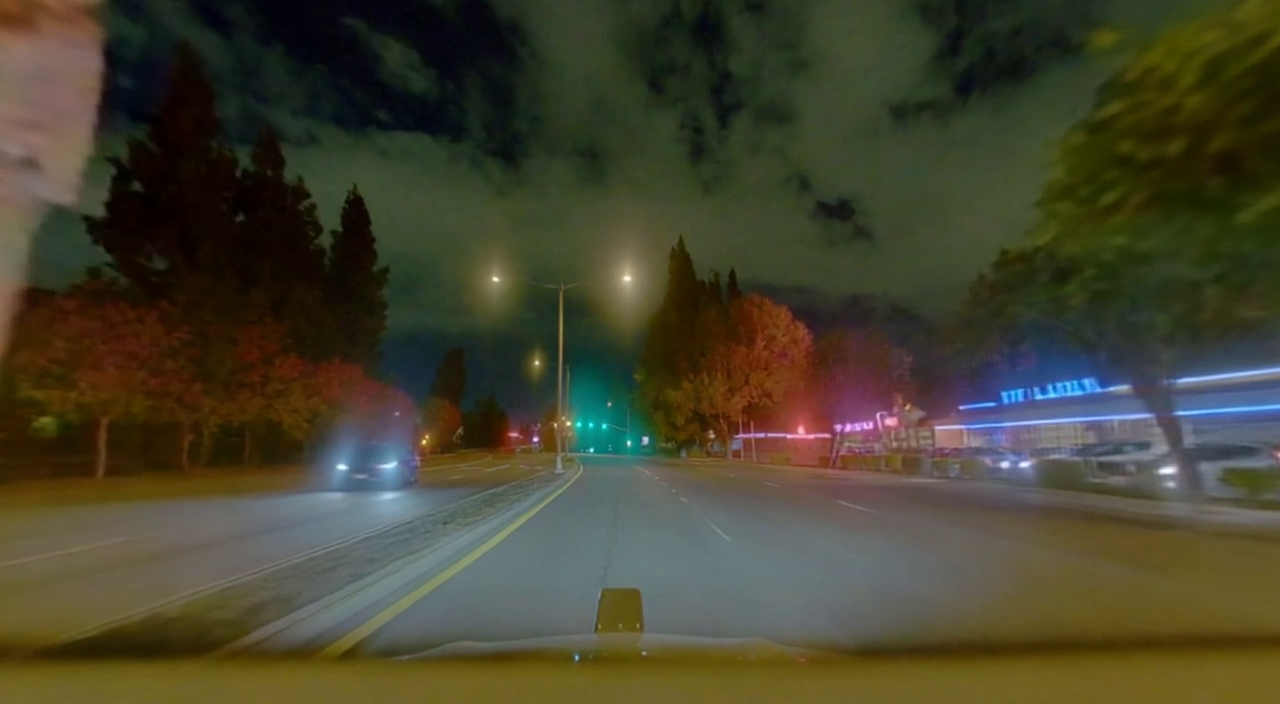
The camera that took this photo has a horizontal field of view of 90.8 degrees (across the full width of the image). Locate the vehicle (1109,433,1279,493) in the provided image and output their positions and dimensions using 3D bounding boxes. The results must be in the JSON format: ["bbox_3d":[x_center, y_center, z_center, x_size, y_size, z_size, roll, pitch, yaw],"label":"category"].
[{"bbox_3d":[17.731,3.485,19.703,4.481,1.685,2.195,1,-10,-3],"label":"vehicle"}]

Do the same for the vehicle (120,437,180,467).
[{"bbox_3d":[-32.603,6.683,42.206,2.072,1.840,5.198,4,-10,-26],"label":"vehicle"}]

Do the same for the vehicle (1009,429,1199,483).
[{"bbox_3d":[16.456,3.710,22.641,4.919,1.785,2.460,1,-9,-4],"label":"vehicle"}]

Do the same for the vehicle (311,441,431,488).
[{"bbox_3d":[-9.266,3.917,22.269,2.094,1.485,4.446,-1,-9,3],"label":"vehicle"}]

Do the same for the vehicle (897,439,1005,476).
[{"bbox_3d":[16.389,5.564,33.463,4.660,1.814,2.099,1,-9,-9],"label":"vehicle"}]
